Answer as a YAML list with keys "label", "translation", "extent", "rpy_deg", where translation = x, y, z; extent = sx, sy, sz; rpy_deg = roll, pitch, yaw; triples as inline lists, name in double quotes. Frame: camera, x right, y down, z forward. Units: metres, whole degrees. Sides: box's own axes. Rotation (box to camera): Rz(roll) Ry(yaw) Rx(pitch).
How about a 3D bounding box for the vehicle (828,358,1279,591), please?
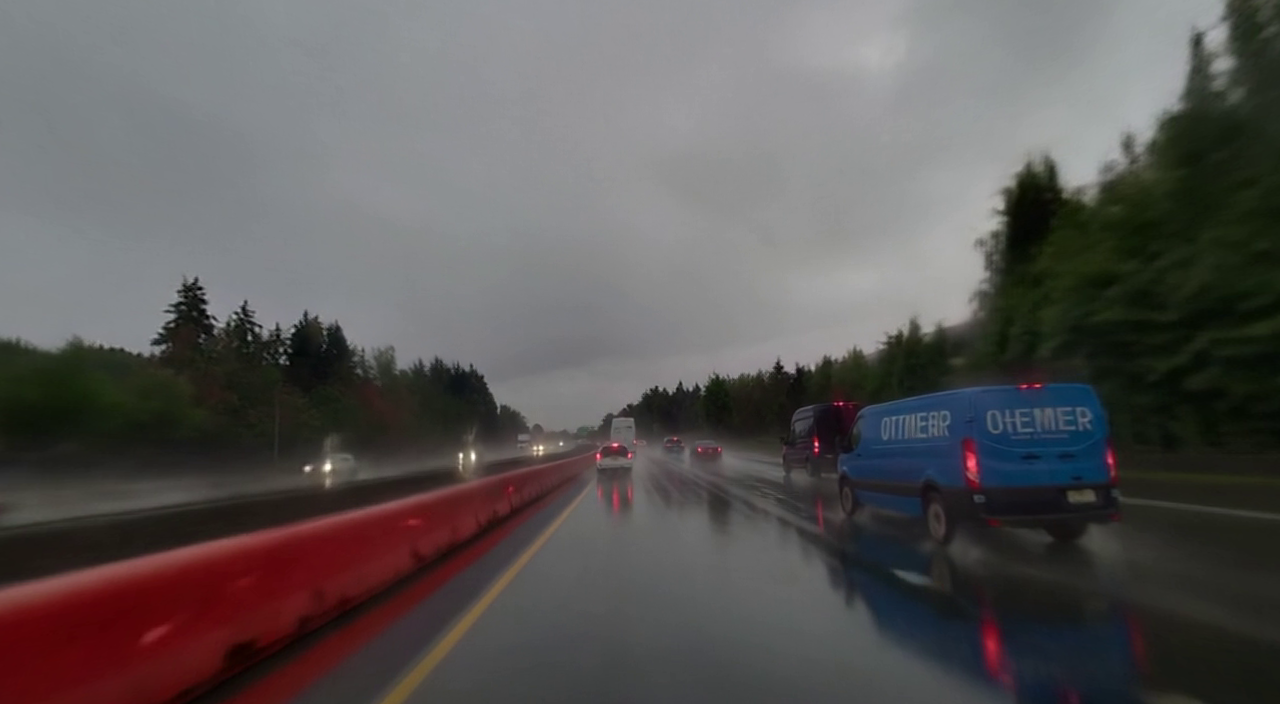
- label: "vehicle"
  translation: [4.427, 1.412, 8.102]
  extent: [2.223, 2.008, 5.121]
  rpy_deg: [0, -8, -2]

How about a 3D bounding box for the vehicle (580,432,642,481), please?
- label: "vehicle"
  translation: [-1.046, 3.839, 23.378]
  extent: [2.100, 1.636, 3.620]
  rpy_deg: [0, -8, -2]
